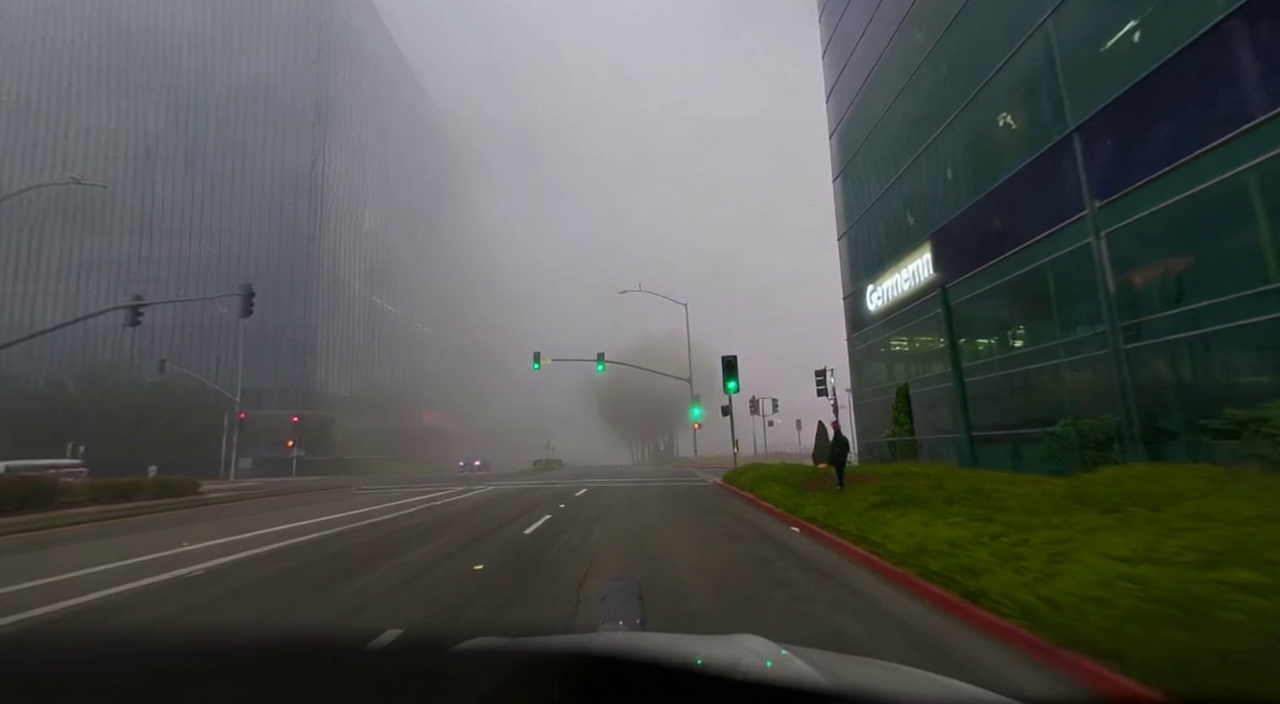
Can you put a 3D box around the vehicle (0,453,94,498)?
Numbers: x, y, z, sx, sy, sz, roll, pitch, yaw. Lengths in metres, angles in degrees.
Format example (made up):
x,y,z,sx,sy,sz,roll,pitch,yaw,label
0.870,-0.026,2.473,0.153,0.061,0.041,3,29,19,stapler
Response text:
x,y,z,sx,sy,sz,roll,pitch,yaw,label
-29.574,5.910,30.224,4.868,1.866,2.170,-2,-6,4,vehicle

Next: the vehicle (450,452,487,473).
x,y,z,sx,sy,sz,roll,pitch,yaw,label
-12.893,8.333,47.641,1.906,1.502,4.396,1,-9,-5,vehicle
